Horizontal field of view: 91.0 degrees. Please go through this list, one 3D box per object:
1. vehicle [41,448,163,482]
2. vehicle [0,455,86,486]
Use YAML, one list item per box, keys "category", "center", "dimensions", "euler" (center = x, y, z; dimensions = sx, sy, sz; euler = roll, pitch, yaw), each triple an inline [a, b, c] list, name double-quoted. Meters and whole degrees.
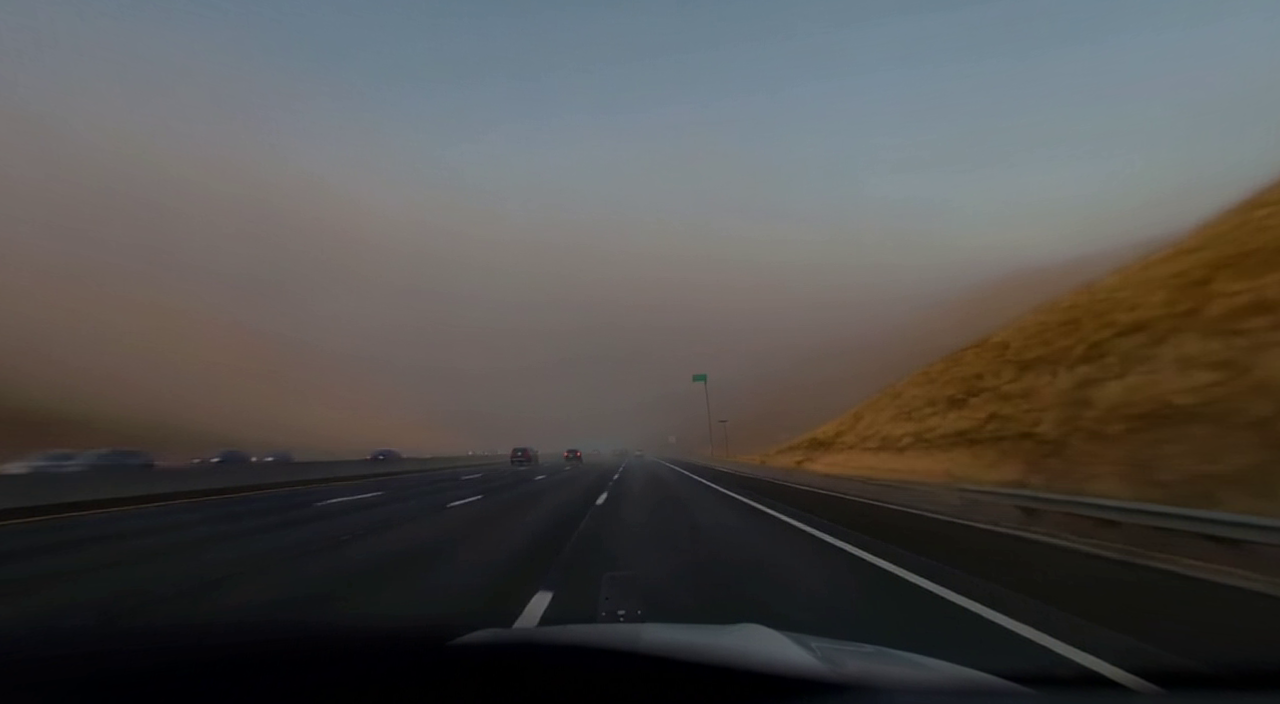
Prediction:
- category: "vehicle"
  center: [-28.429, 5.946, 33.572]
  dimensions: [1.972, 1.641, 5.205]
  euler: [0, -9, -1]
- category: "vehicle"
  center: [-32.317, 6.277, 33.543]
  dimensions: [1.845, 1.473, 4.117]
  euler: [0, -9, -2]
